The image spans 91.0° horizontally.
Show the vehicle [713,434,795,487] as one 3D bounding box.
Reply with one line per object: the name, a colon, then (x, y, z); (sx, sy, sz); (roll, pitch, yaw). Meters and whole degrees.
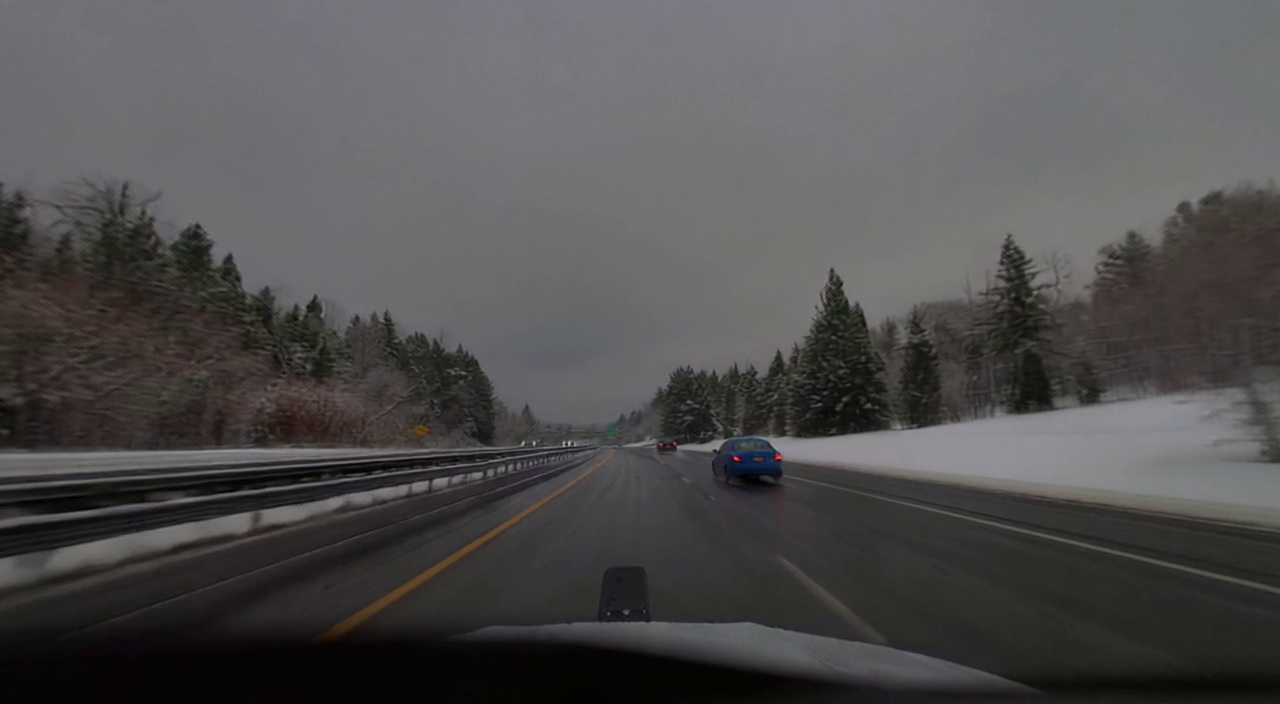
vehicle: (3.557, 3.466, 20.365); (1.945, 1.538, 3.729); (0, -8, 0)
